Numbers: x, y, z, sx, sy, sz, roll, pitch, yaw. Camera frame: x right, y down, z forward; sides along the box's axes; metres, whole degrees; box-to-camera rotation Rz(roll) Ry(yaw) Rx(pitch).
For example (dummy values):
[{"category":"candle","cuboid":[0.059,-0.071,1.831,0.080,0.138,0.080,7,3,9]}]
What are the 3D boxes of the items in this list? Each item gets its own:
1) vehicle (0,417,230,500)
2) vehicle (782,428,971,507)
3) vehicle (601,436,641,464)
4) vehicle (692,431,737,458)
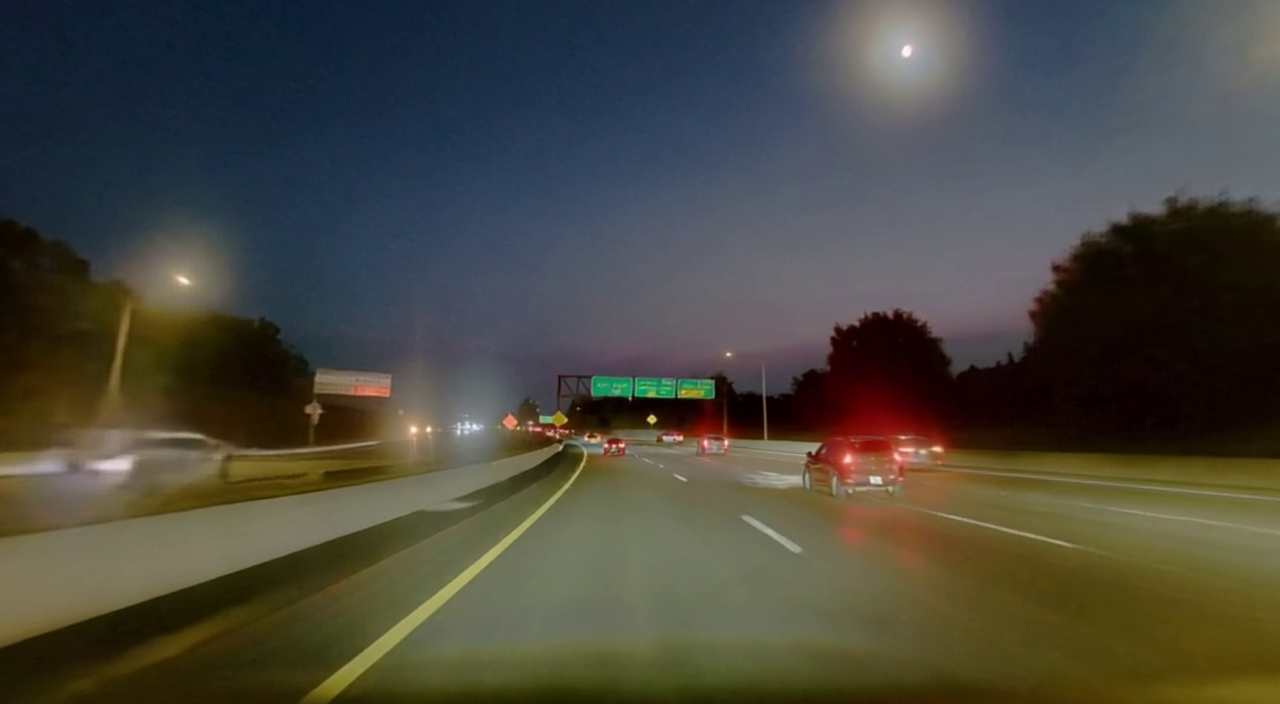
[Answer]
[{"category":"vehicle","cuboid":[-12.470,2.531,15.313,1.954,1.693,4.417,0,-9,1]},{"category":"vehicle","cuboid":[5.090,2.562,14.526,2.196,1.494,4.735,1,-9,-5]},{"category":"vehicle","cuboid":[-1.150,5.678,36.818,2.090,1.510,4.280,1,-9,-5]},{"category":"vehicle","cuboid":[4.803,6.024,41.195,2.094,1.652,3.955,1,-9,-5]}]
